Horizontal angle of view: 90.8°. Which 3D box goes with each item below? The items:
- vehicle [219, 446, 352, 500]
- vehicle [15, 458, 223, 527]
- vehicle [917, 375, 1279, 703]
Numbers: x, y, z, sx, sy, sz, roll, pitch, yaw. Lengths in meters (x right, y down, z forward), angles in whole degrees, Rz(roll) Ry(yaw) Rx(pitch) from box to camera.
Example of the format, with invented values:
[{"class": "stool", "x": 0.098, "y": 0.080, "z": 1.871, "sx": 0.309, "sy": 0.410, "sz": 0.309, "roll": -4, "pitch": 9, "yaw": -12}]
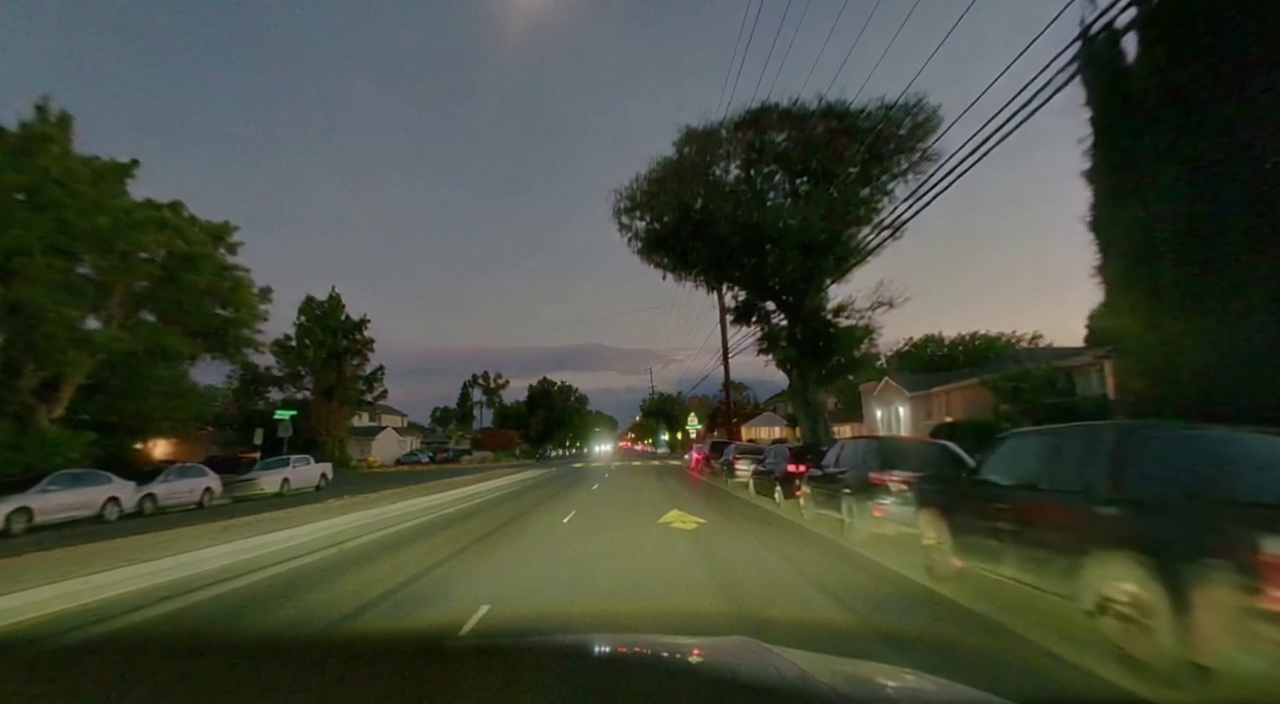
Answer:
[{"class": "vehicle", "x": -13.776, "y": 4.692, "z": 25.088, "sx": 2.229, "sy": 1.878, "sz": 5.540, "roll": 1, "pitch": -9, "yaw": -2}, {"class": "vehicle", "x": -13.678, "y": 3.663, "z": 17.034, "sx": 1.909, "sy": 1.496, "sz": 4.421, "roll": 0, "pitch": -9, "yaw": -2}, {"class": "vehicle", "x": 3.855, "y": 1.167, "z": 4.231, "sx": 1.847, "sy": 1.687, "sz": 4.554, "roll": 0, "pitch": -9, "yaw": -1}]
